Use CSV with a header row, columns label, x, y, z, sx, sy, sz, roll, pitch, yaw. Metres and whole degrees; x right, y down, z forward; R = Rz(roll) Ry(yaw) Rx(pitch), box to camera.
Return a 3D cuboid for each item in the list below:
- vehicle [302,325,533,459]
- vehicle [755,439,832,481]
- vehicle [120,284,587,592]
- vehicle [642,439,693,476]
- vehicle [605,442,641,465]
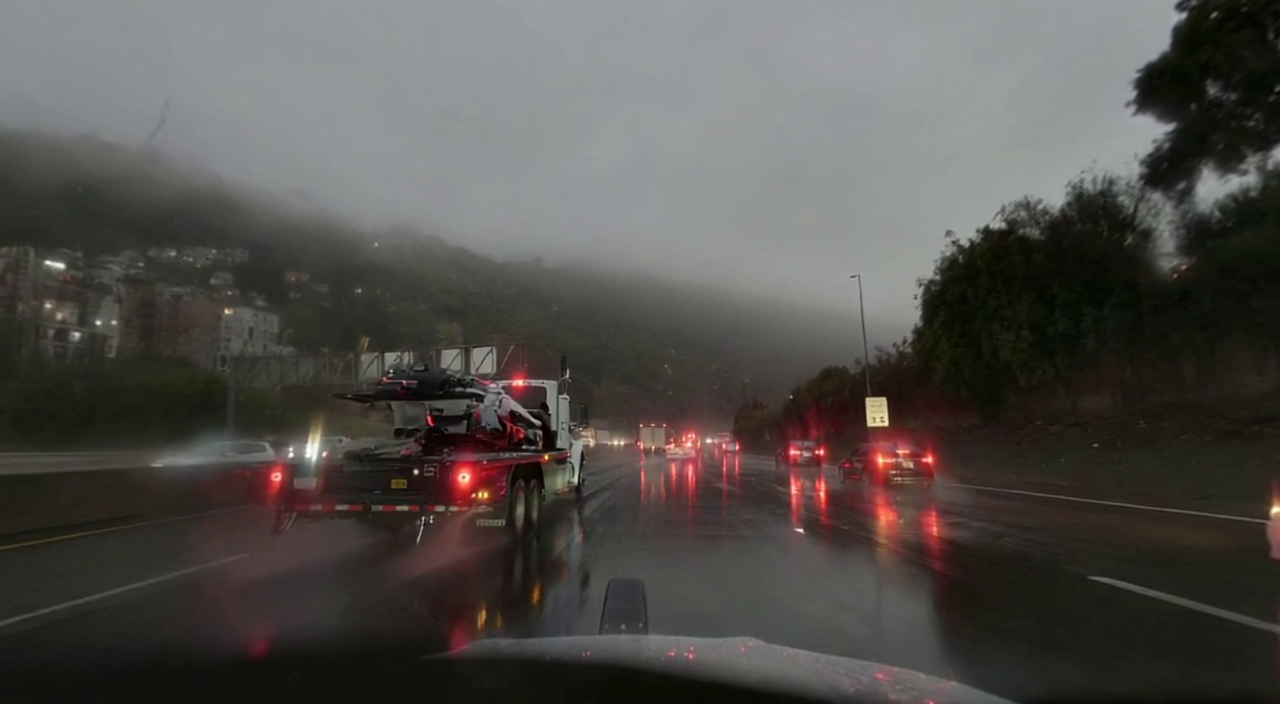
label,x,y,z,sx,sy,sz,roll,pitch,yaw
vehicle,-3.171,0.837,10.256,1.893,1.674,4.766,0,-8,1
vehicle,6.378,4.520,26.832,2.075,1.614,4.682,0,-8,0
vehicle,-3.170,1.532,11.239,3.162,2.955,10.282,0,-8,2
vehicle,1.221,4.591,27.647,2.079,1.499,3.915,0,-8,3
vehicle,-1.096,6.759,42.216,2.016,1.450,4.310,-1,-8,4
